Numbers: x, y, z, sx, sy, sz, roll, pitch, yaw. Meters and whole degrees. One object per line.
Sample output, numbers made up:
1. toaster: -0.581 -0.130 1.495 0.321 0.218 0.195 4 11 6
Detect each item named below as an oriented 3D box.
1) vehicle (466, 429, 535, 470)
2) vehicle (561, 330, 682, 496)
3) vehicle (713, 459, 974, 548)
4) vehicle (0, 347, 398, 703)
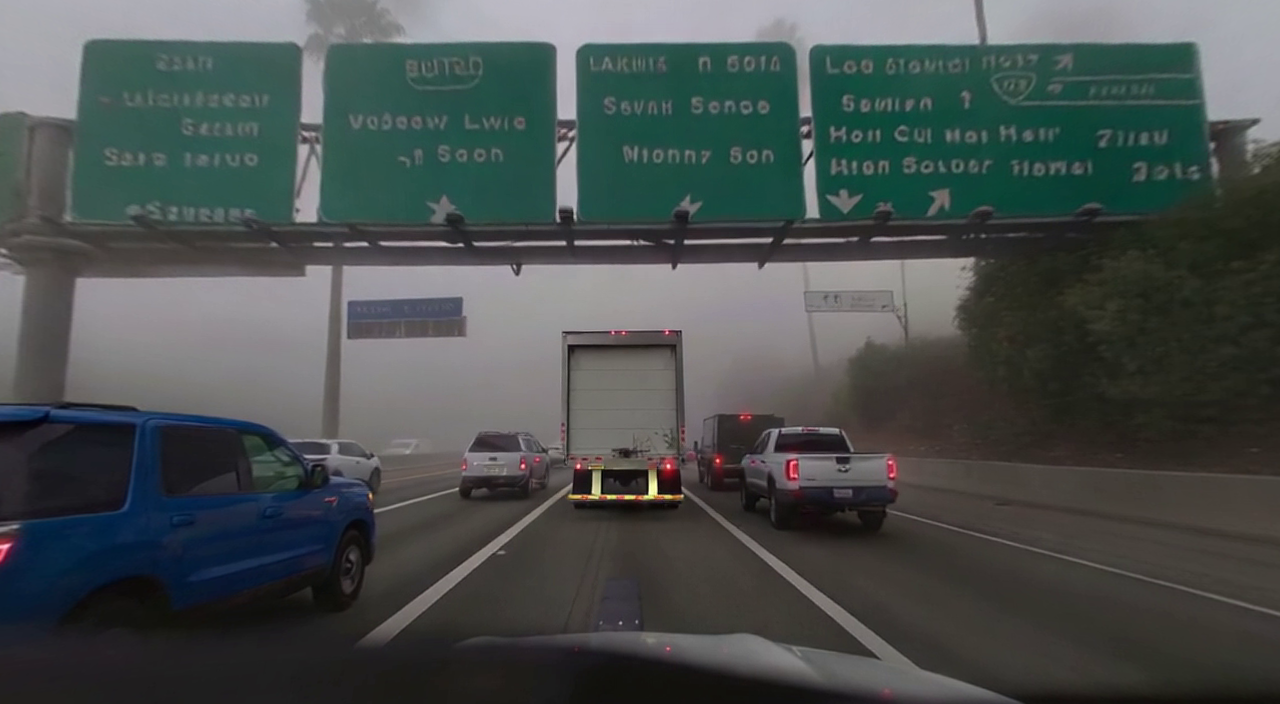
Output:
1. vehicle: -7.210 5.132 33.349 2.344 1.954 5.579 0 -9 0
2. vehicle: -0.423 2.274 20.810 2.906 4.040 10.743 0 -9 0
3. vehicle: 2.977 2.441 11.041 2.635 1.036 5.568 0 -9 -1
4. vehicle: -3.214 1.060 3.789 1.885 1.654 4.103 0 -9 0
